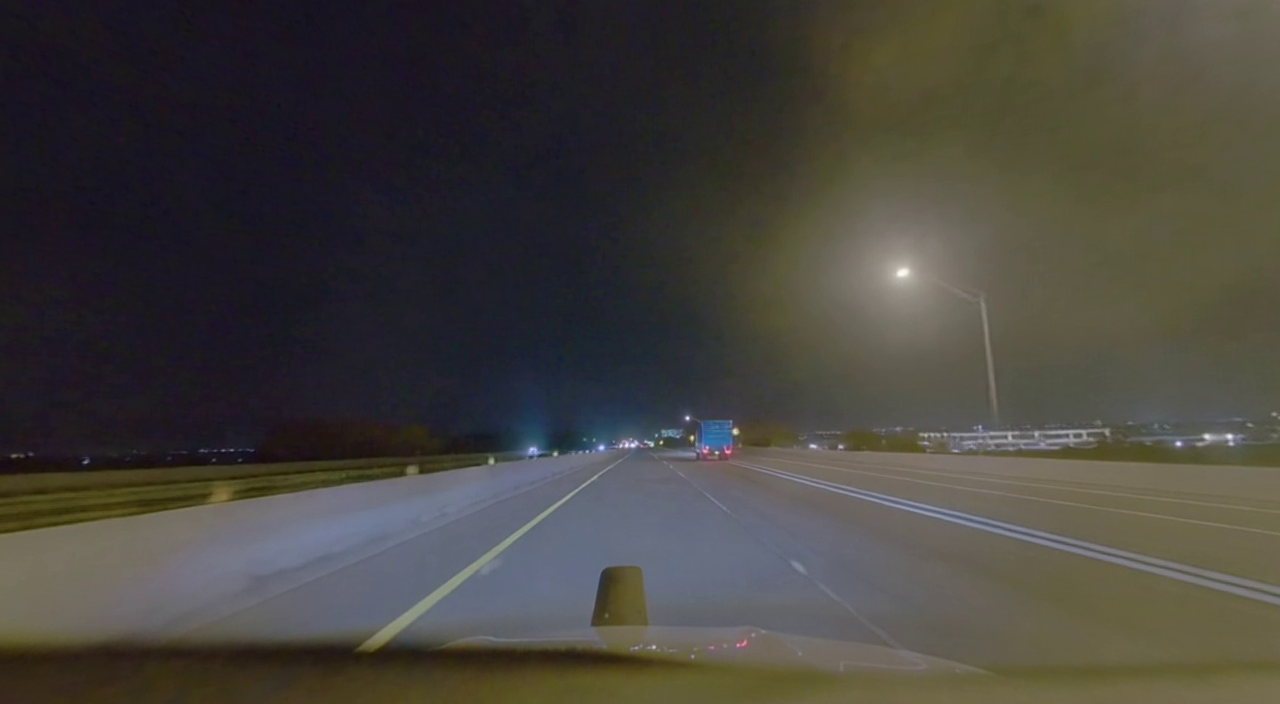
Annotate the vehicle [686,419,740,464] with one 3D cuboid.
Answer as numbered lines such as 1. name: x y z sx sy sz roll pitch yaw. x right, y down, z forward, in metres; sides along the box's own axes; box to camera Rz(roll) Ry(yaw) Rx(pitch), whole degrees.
1. vehicle: 4.360 5.523 38.785 2.430 2.495 6.062 0 -8 -1
